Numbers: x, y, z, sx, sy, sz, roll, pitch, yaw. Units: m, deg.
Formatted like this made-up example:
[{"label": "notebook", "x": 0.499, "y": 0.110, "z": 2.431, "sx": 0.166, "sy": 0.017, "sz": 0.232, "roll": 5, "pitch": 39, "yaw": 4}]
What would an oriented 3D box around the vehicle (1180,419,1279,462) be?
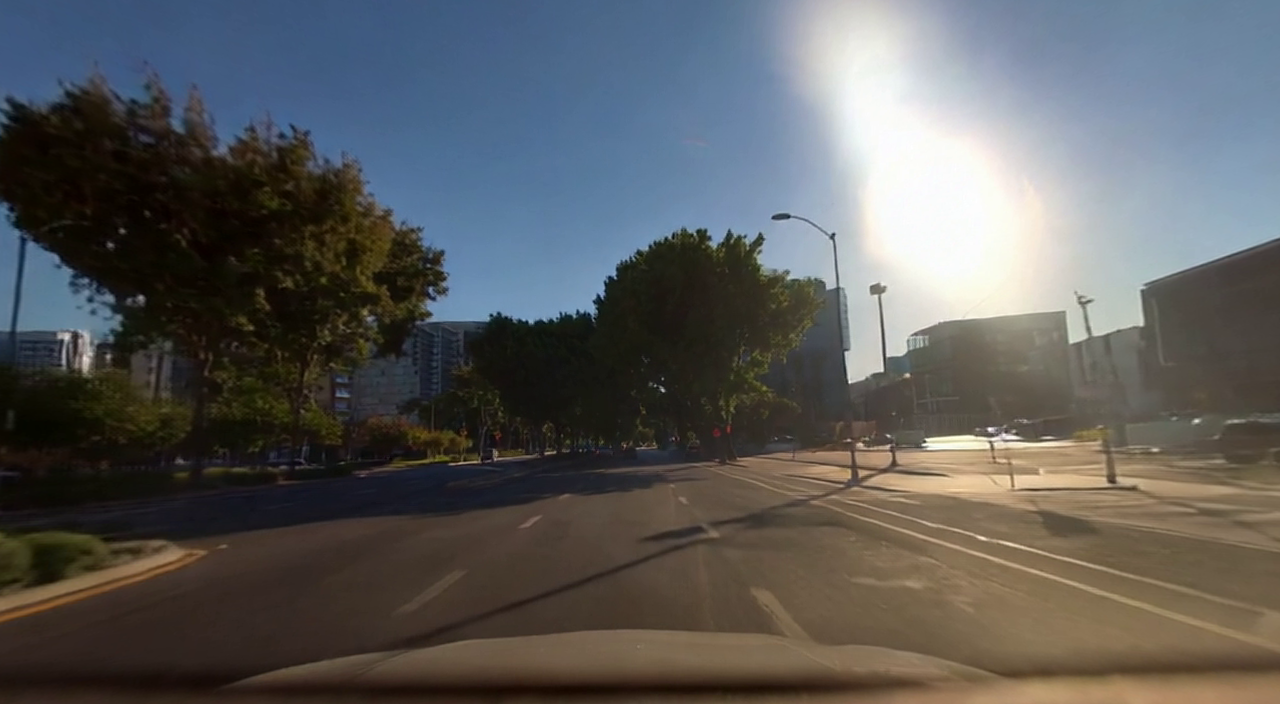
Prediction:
[{"label": "vehicle", "x": 22.421, "y": 3.181, "z": 22.612, "sx": 1.834, "sy": 1.444, "sz": 4.703, "roll": 0, "pitch": -8, "yaw": -3}]
